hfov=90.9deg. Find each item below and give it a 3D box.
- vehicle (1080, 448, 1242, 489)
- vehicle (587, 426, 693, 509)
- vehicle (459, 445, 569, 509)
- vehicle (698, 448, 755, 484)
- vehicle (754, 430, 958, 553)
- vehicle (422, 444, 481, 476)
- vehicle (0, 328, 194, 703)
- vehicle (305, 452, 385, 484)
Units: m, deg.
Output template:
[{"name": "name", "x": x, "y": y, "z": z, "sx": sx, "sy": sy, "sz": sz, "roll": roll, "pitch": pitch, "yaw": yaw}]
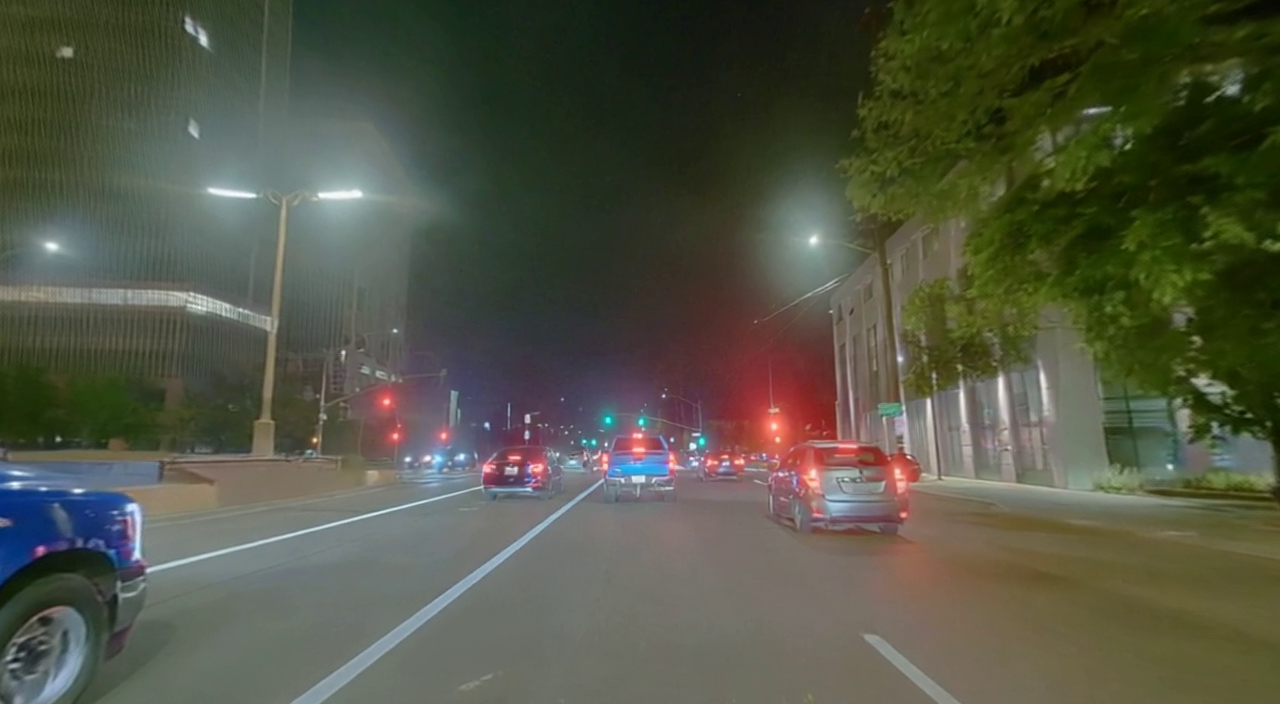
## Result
[{"name": "vehicle", "x": 22.228, "y": 4.952, "z": 27.191, "sx": 2.003, "sy": 1.515, "sz": 4.939, "roll": 3, "pitch": -9, "yaw": -21}, {"name": "vehicle", "x": -0.001, "y": 3.092, "z": 17.377, "sx": 2.493, "sy": 1.934, "sz": 4.957, "roll": 0, "pitch": -8, "yaw": 0}, {"name": "vehicle", "x": -3.207, "y": 3.255, "z": 16.998, "sx": 1.986, "sy": 1.465, "sz": 4.509, "roll": 0, "pitch": -8, "yaw": 1}, {"name": "vehicle", "x": 3.853, "y": 5.141, "z": 28.841, "sx": 1.968, "sy": 1.472, "sz": 4.456, "roll": 0, "pitch": -8, "yaw": 0}, {"name": "vehicle", "x": 3.290, "y": 2.194, "z": 10.641, "sx": 1.955, "sy": 1.628, "sz": 4.152, "roll": 0, "pitch": -8, "yaw": 0}, {"name": "vehicle", "x": -11.690, "y": 6.721, "z": 39.495, "sx": 2.150, "sy": 1.838, "sz": 4.981, "roll": 0, "pitch": -8, "yaw": 0}, {"name": "vehicle", "x": -3.535, "y": 0.597, "z": 1.144, "sx": 1.994, "sy": 1.759, "sz": 4.709, "roll": 0, "pitch": -8, "yaw": 0}, {"name": "vehicle", "x": -15.298, "y": 6.013, "z": 33.017, "sx": 1.932, "sy": 1.449, "sz": 4.545, "roll": 0, "pitch": -8, "yaw": 1}]
